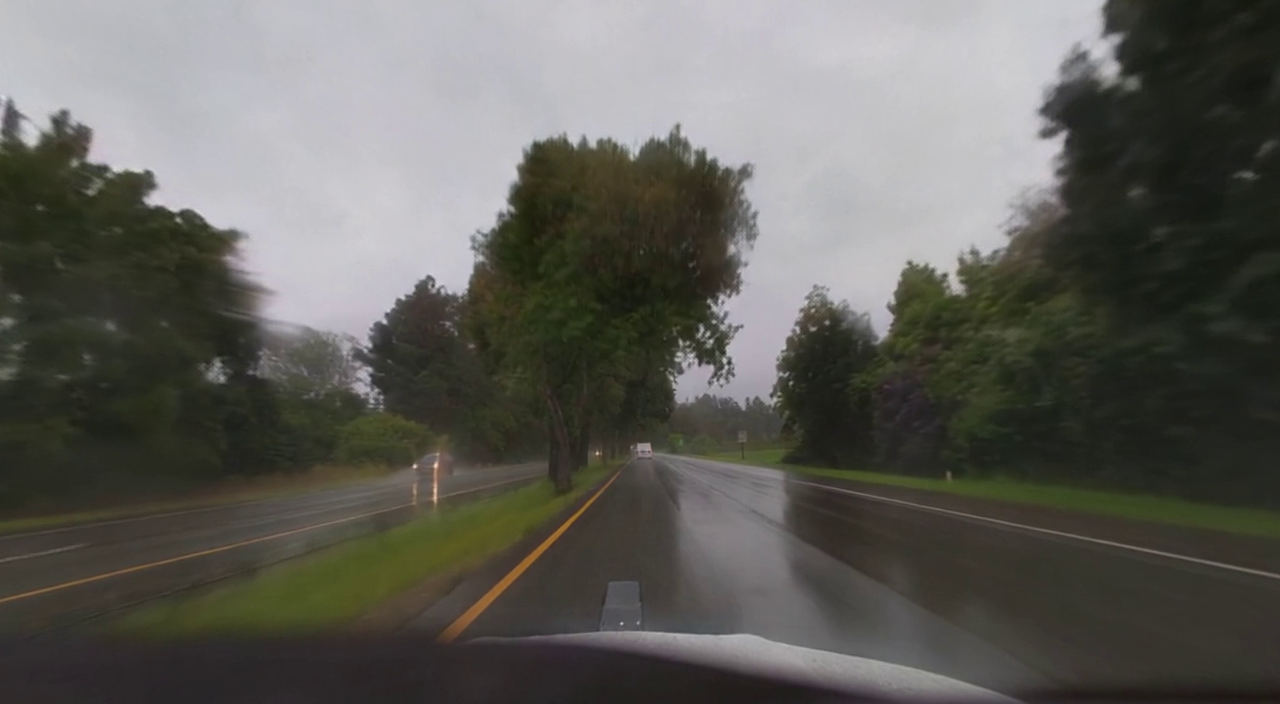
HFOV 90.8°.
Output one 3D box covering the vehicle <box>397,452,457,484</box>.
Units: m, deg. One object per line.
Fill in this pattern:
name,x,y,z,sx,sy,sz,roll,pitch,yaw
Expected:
vehicle,-13.937,7.570,41.613,2.127,1.936,4.888,0,-9,1
